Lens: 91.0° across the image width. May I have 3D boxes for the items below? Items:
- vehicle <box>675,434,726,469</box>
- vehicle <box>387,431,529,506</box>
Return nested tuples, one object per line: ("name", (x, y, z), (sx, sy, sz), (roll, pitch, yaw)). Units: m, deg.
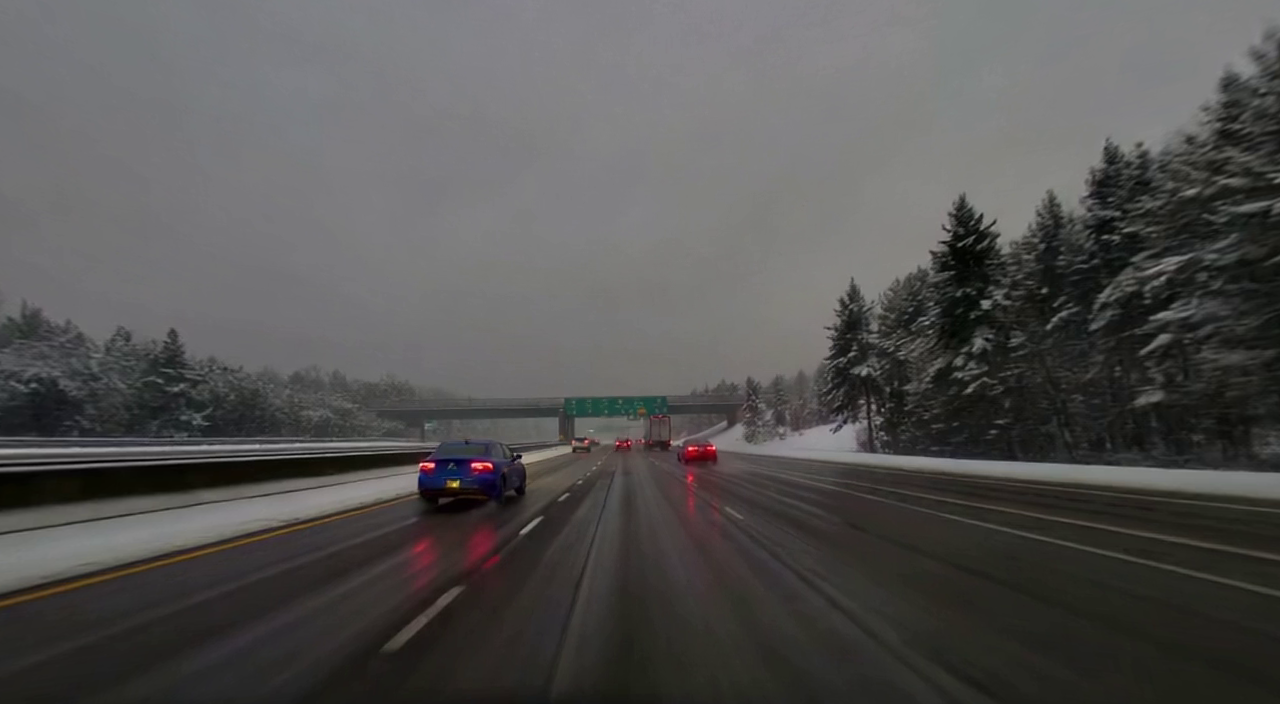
("vehicle", (2.993, 5.014, 31.956), (2.001, 1.625, 4.088), (0, -8, -2))
("vehicle", (-4.027, 2.645, 14.805), (2.064, 1.479, 4.370), (0, -8, 0))
